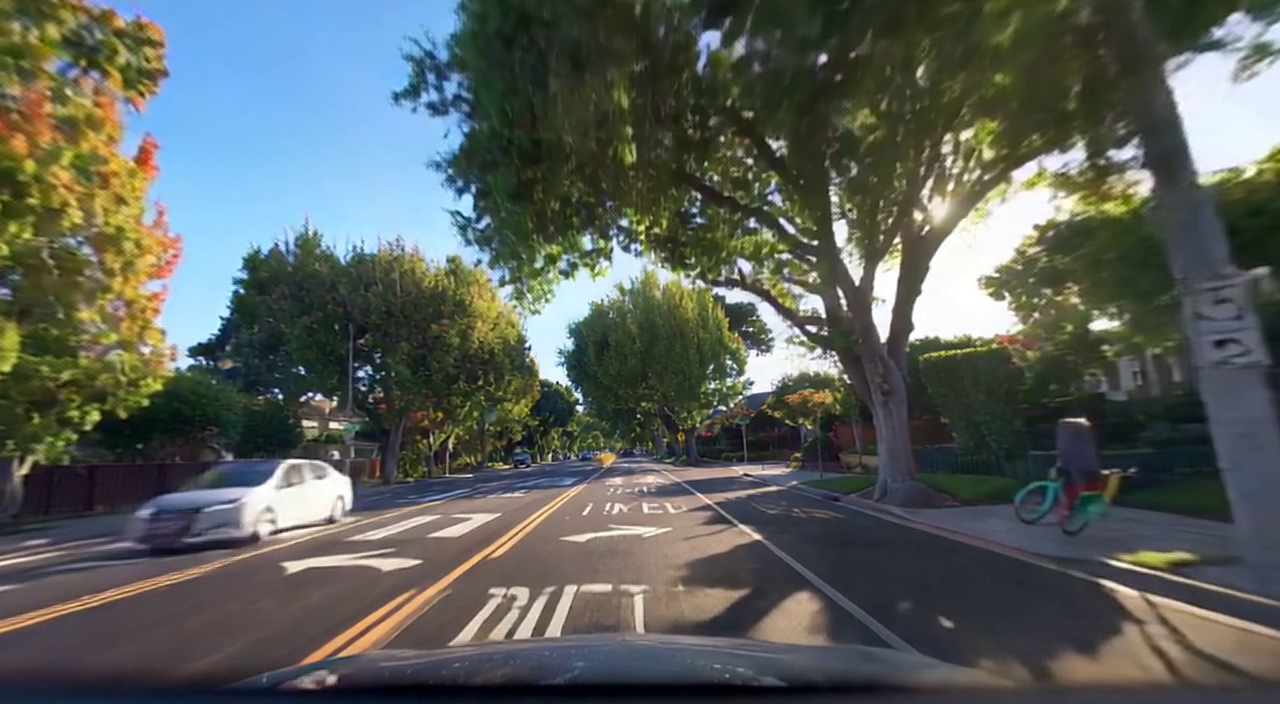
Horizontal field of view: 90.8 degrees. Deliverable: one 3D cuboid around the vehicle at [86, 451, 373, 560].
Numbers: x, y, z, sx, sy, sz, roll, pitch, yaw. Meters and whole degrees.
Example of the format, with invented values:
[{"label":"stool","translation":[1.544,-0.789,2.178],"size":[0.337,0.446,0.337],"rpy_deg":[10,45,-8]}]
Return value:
[{"label":"vehicle","translation":[-6.909,2.582,11.491],"size":[2.006,1.501,4.789],"rpy_deg":[0,-9,0]}]
